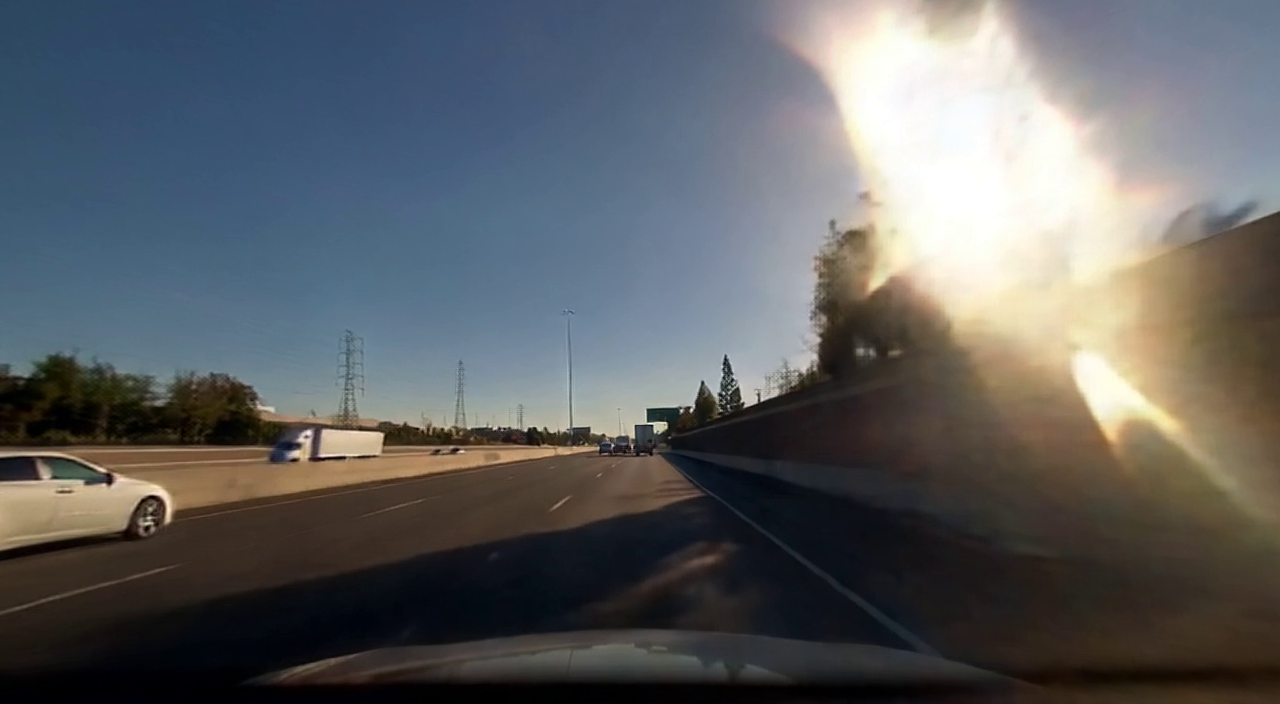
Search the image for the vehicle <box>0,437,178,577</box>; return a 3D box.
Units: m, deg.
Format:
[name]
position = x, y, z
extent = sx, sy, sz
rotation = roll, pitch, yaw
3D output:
[vehicle]
position = -7.768, 1.679, 6.904
extent = 1.979, 1.470, 4.485
rotation = 0, -8, 1
